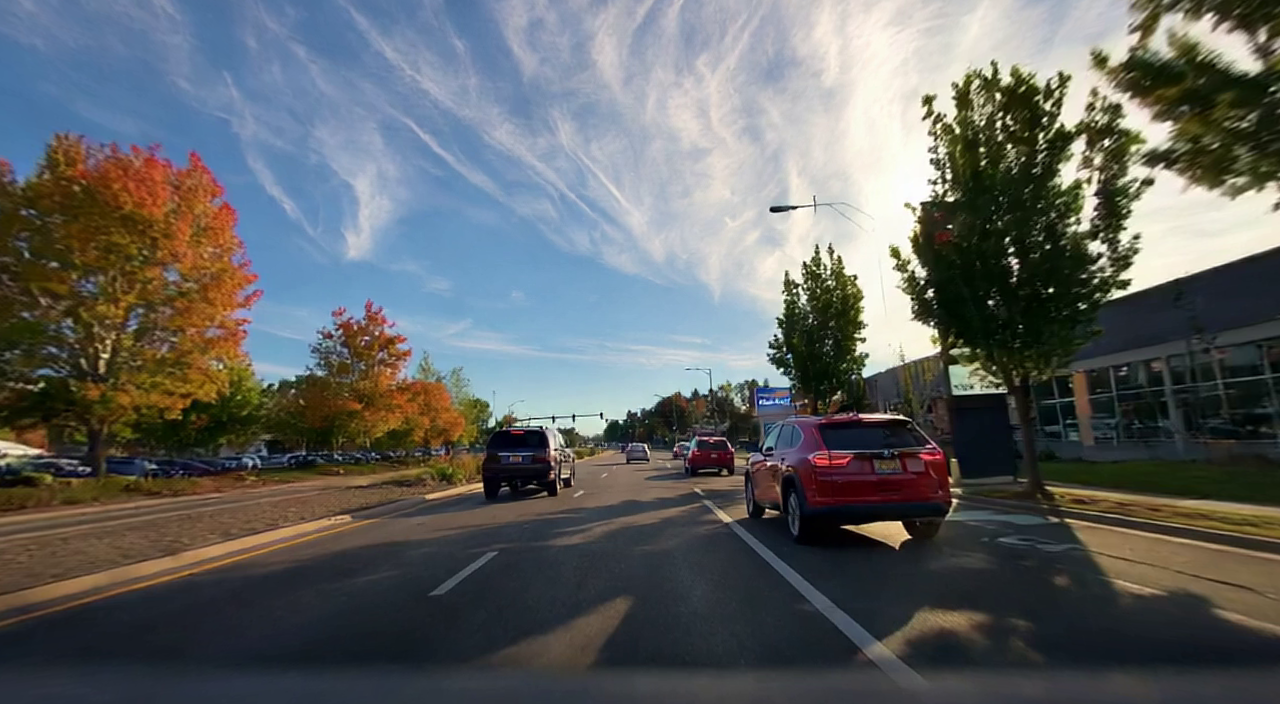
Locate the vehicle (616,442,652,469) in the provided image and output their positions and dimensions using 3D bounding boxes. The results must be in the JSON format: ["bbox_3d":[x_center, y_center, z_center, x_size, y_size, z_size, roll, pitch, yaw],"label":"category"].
[{"bbox_3d":[-0.359,5.996,36.824,2.008,1.464,4.052,0,-8,-1],"label":"vehicle"}]

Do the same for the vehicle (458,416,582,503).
[{"bbox_3d":[-3.083,2.931,17.644,2.368,2.037,5.319,0,-8,0],"label":"vehicle"}]

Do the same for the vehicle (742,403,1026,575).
[{"bbox_3d":[2.825,1.700,8.621,2.018,1.719,4.369,0,-8,-1],"label":"vehicle"}]

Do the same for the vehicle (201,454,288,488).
[{"bbox_3d":[-22.242,6.684,35.778,1.908,1.711,4.461,0,-8,1],"label":"vehicle"}]

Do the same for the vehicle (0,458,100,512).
[{"bbox_3d":[-22.361,4.791,22.770,1.836,1.696,4.517,-4,-9,-1],"label":"vehicle"}]

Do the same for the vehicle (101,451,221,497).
[{"bbox_3d":[-22.431,5.690,29.853,1.931,1.908,4.694,0,-8,0],"label":"vehicle"}]

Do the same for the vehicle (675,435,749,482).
[{"bbox_3d":[2.641,4.079,24.486,2.174,1.596,4.779,0,-8,-2],"label":"vehicle"}]

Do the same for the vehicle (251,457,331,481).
[{"bbox_3d":[-23.993,8.023,43.494,4.607,1.481,1.915,5,-10,-33],"label":"vehicle"}]
